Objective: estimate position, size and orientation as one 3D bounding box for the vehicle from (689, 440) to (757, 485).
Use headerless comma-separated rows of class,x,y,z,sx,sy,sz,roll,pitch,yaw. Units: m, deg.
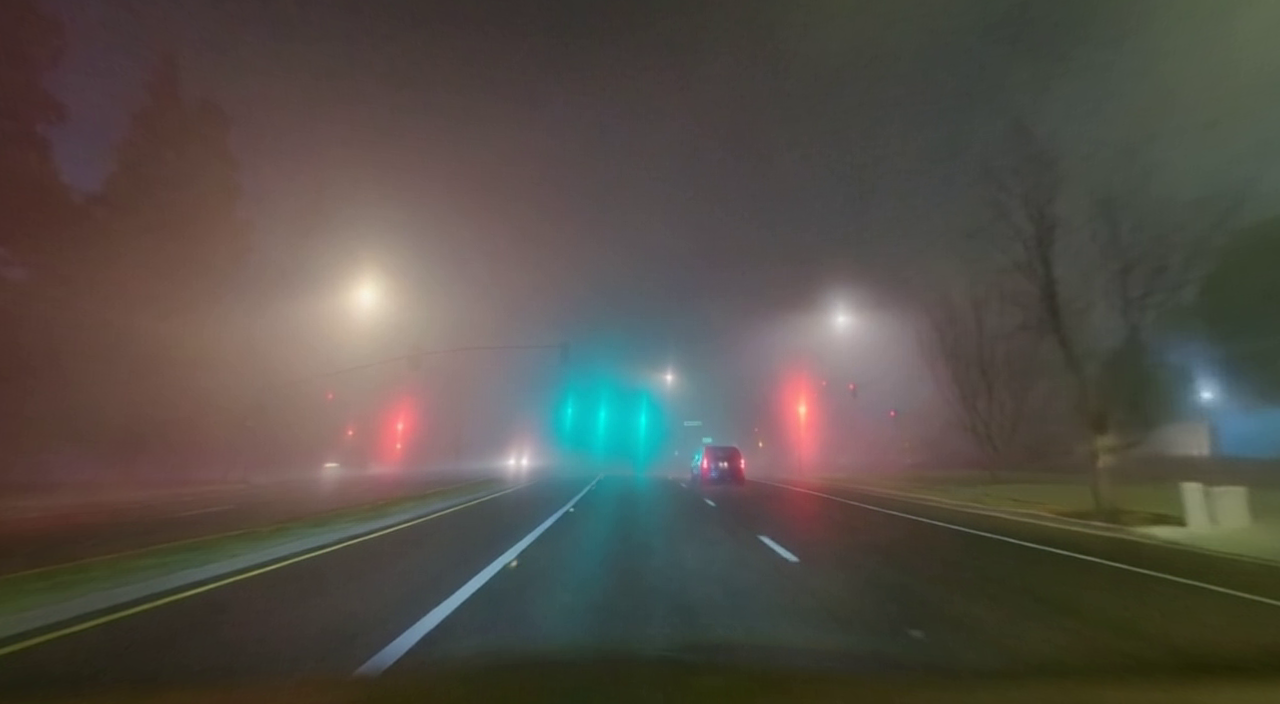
vehicle,3.561,4.847,27.964,2.240,1.781,4.433,0,-8,-2
